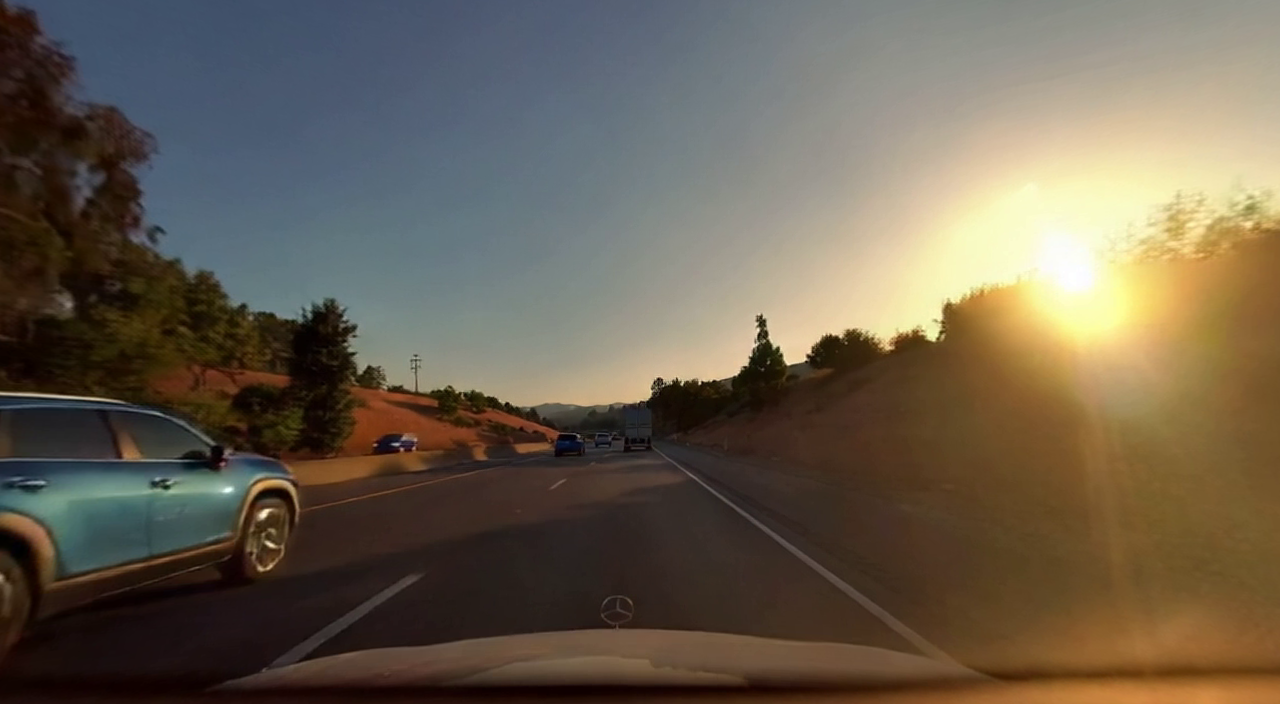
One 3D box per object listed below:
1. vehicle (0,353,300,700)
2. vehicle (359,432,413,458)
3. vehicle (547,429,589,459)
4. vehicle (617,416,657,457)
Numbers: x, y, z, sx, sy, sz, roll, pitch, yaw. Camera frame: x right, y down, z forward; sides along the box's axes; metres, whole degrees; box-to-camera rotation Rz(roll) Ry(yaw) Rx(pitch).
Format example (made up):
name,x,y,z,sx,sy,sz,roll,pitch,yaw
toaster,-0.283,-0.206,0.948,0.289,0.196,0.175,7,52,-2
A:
name,x,y,z,sx,sy,sz,roll,pitch,yaw
vehicle,-4.108,0.908,3.509,2.045,1.655,4.301,0,-8,-1
vehicle,-17.907,6.555,44.666,1.902,1.712,4.858,0,-8,-1
vehicle,-4.419,5.684,39.145,2.049,1.726,4.291,0,-8,0
vehicle,-0.240,5.647,41.893,2.526,2.531,5.026,0,-8,-1
